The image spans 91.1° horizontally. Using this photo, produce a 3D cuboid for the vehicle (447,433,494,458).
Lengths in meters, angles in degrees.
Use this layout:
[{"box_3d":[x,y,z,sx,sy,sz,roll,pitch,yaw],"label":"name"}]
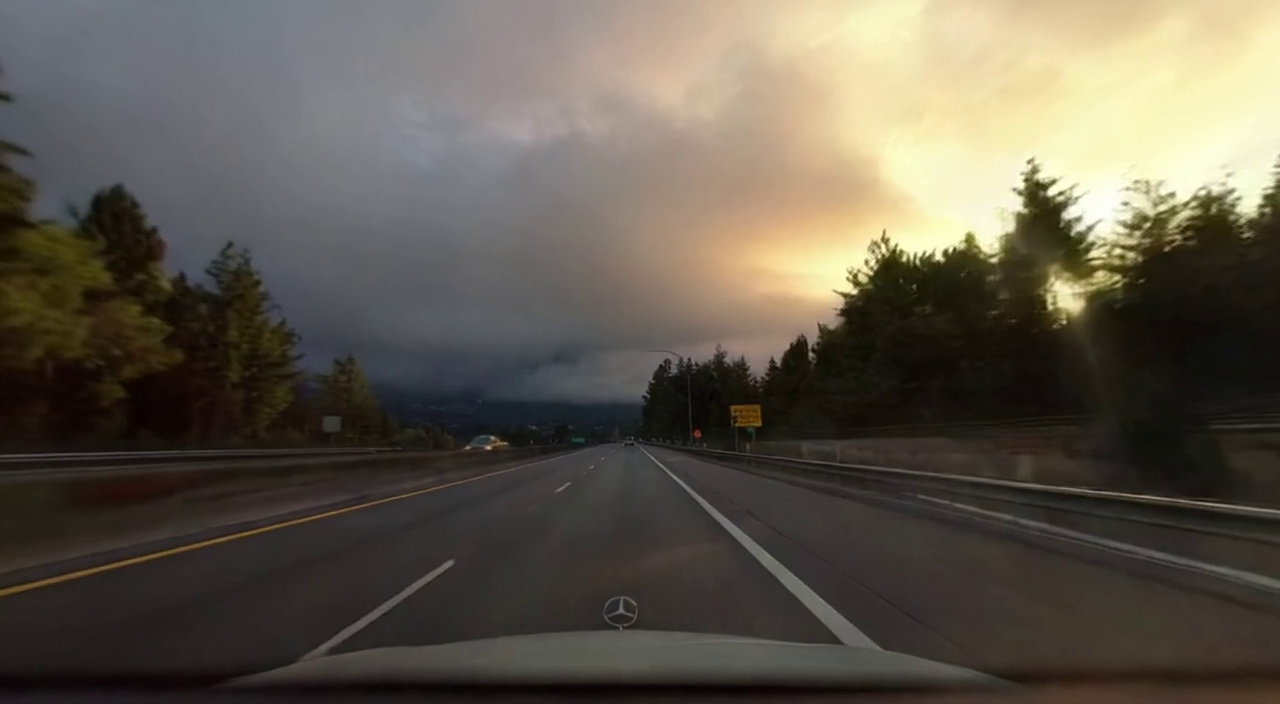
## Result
[{"box_3d":[-11.421,6.306,42.609,1.983,1.598,4.547,0,-8,-1],"label":"vehicle"}]
